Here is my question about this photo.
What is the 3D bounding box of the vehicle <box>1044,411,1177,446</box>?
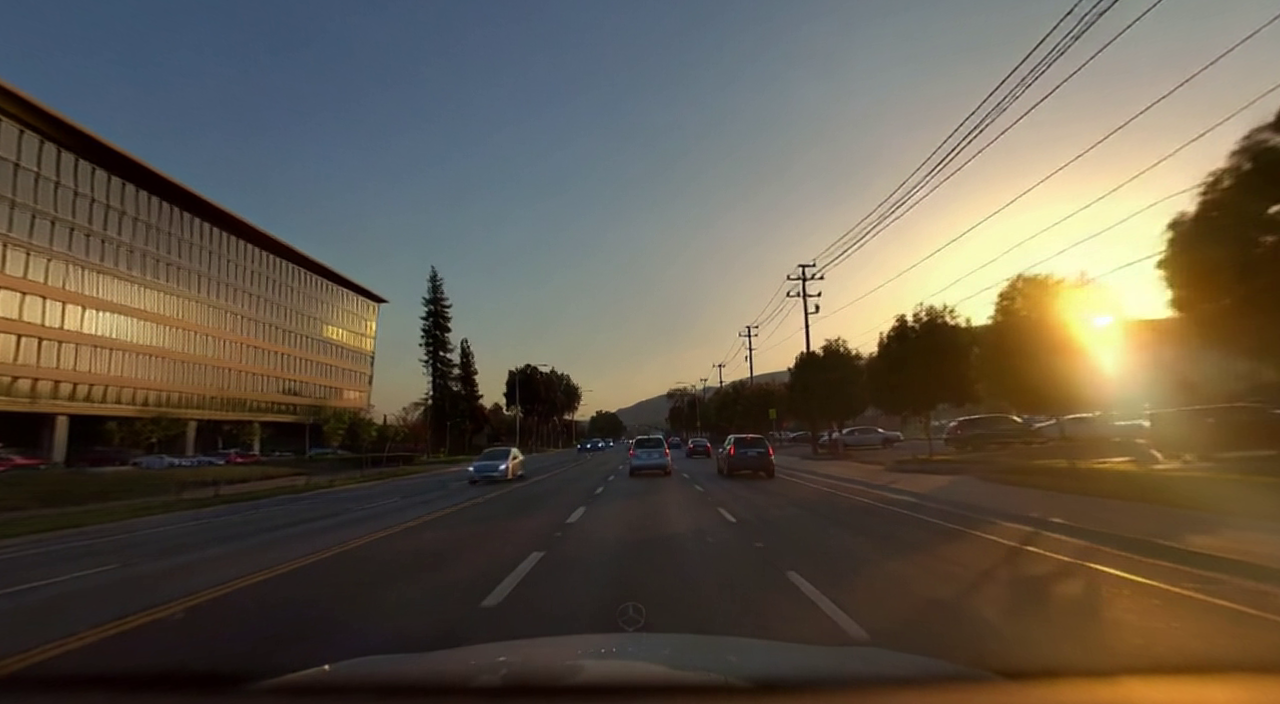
[{"bbox_3d":[21.756,3.560,29.272,4.641,1.477,1.844,-1,-8,-1],"label":"vehicle"}]

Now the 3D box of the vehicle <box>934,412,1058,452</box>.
[{"bbox_3d":[16.101,3.669,28.687,4.392,1.709,2.002,0,-8,-2],"label":"vehicle"}]

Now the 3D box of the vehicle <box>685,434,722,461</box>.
[{"bbox_3d":[4.202,6.421,42.372,2.024,1.711,4.512,0,-8,0],"label":"vehicle"}]

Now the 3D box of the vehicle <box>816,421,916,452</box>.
[{"bbox_3d":[15.192,5.694,42.501,5.731,1.720,2.822,-8,-10,31],"label":"vehicle"}]

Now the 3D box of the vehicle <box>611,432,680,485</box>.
[{"bbox_3d":[0.208,3.678,22.133,2.200,1.653,4.127,0,-8,1],"label":"vehicle"}]

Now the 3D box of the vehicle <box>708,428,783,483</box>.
[{"bbox_3d":[3.578,3.586,22.070,1.914,1.698,4.049,0,-8,0],"label":"vehicle"}]

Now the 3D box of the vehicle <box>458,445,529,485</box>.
[{"bbox_3d":[-6.153,4.766,27.024,1.947,1.541,4.280,0,-8,1],"label":"vehicle"}]
